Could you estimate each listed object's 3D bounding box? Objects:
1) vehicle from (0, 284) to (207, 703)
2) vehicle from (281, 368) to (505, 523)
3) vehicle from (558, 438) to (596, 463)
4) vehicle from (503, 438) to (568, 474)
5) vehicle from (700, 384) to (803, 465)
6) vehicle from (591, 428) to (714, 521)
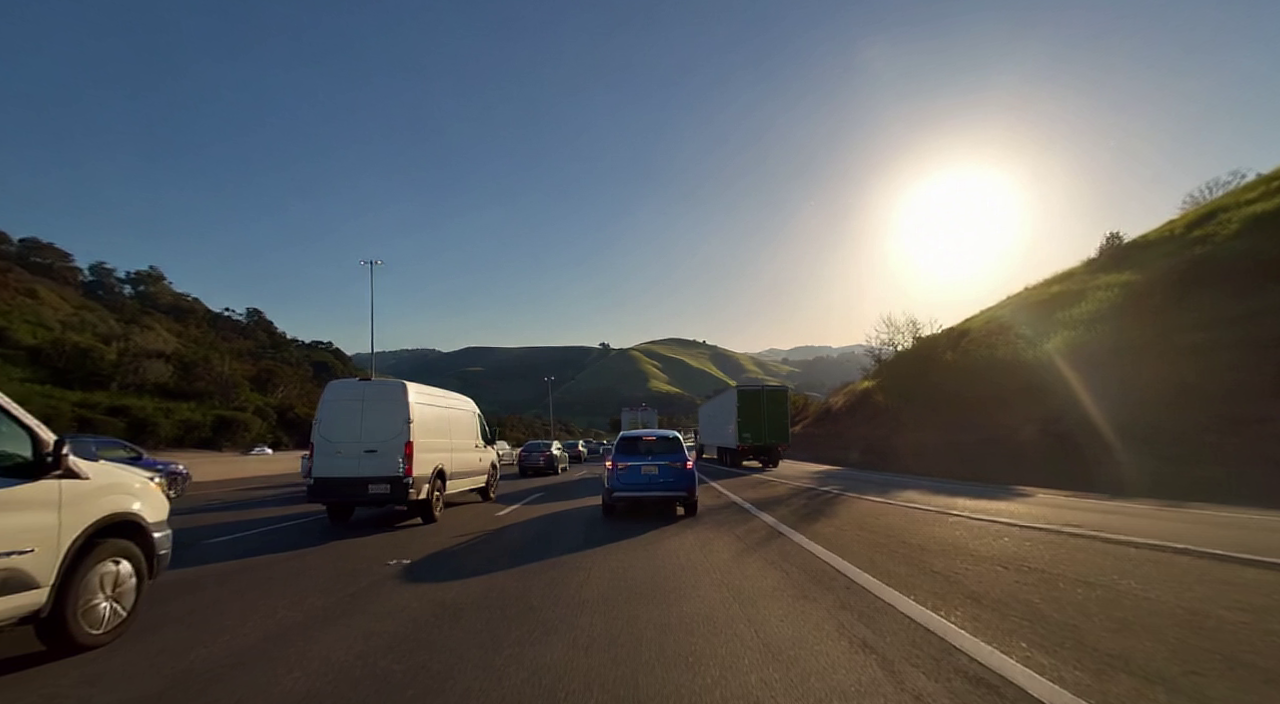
[{"bbox_3d":[-4.240,0.523,1.736,2.195,2.086,5.445,0,-8,0],"label":"vehicle"},{"bbox_3d":[-4.653,1.941,13.242,2.300,2.522,5.701,0,-8,1],"label":"vehicle"},{"bbox_3d":[-3.977,6.342,40.630,1.949,1.475,4.335,0,-8,1],"label":"vehicle"},{"bbox_3d":[-4.504,4.539,27.786,2.007,1.457,4.447,-1,-8,1],"label":"vehicle"},{"bbox_3d":[6.652,5.019,41.498,2.989,4.277,16.586,0,-8,-3],"label":"vehicle"},{"bbox_3d":[0.172,2.304,12.339,2.003,1.499,3.930,0,-8,-1],"label":"vehicle"}]
